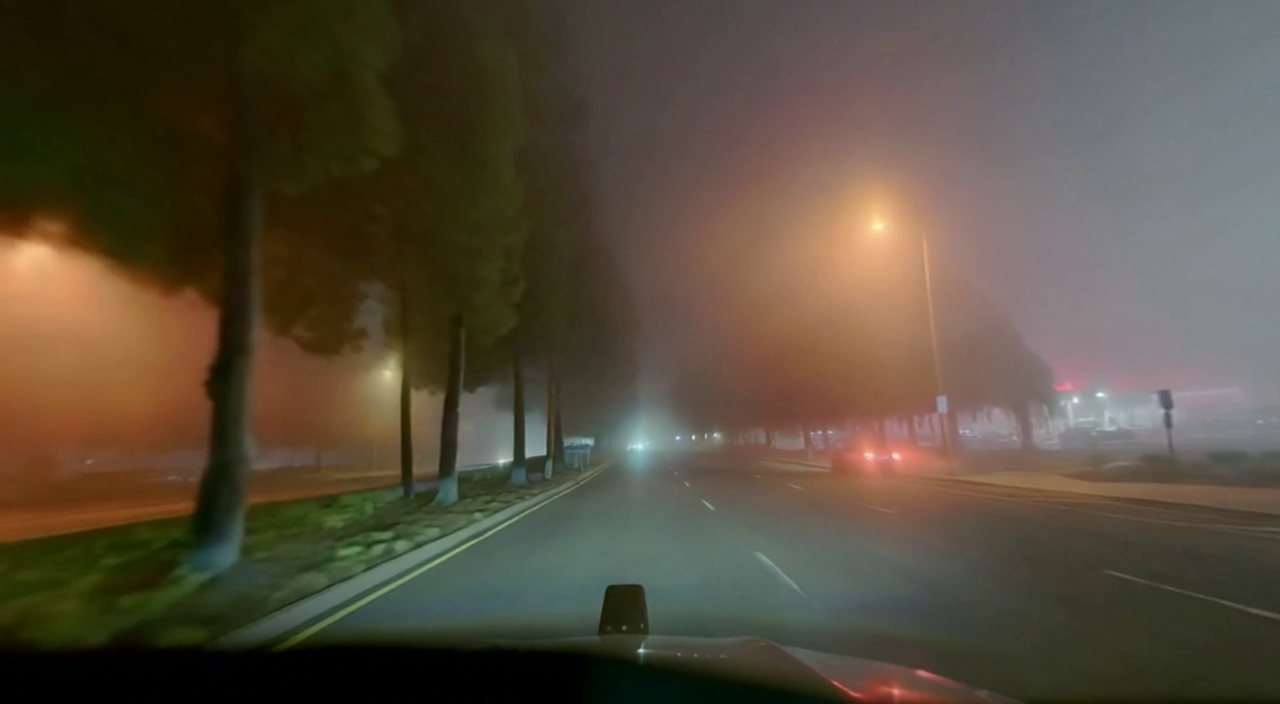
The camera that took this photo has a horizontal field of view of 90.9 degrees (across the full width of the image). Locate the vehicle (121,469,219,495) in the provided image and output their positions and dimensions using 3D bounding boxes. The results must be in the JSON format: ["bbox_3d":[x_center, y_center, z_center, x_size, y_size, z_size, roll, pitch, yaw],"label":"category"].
[{"bbox_3d":[-30.854,8.522,41.548,4.735,1.468,2.047,3,-9,-25],"label":"vehicle"}]

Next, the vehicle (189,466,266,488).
[{"bbox_3d":[-30.901,9.371,47.303,4.377,1.424,1.936,3,-9,-17],"label":"vehicle"}]

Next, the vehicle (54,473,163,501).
[{"bbox_3d":[-32.063,8.135,38.155,4.540,1.469,1.933,3,-9,-19],"label":"vehicle"}]
